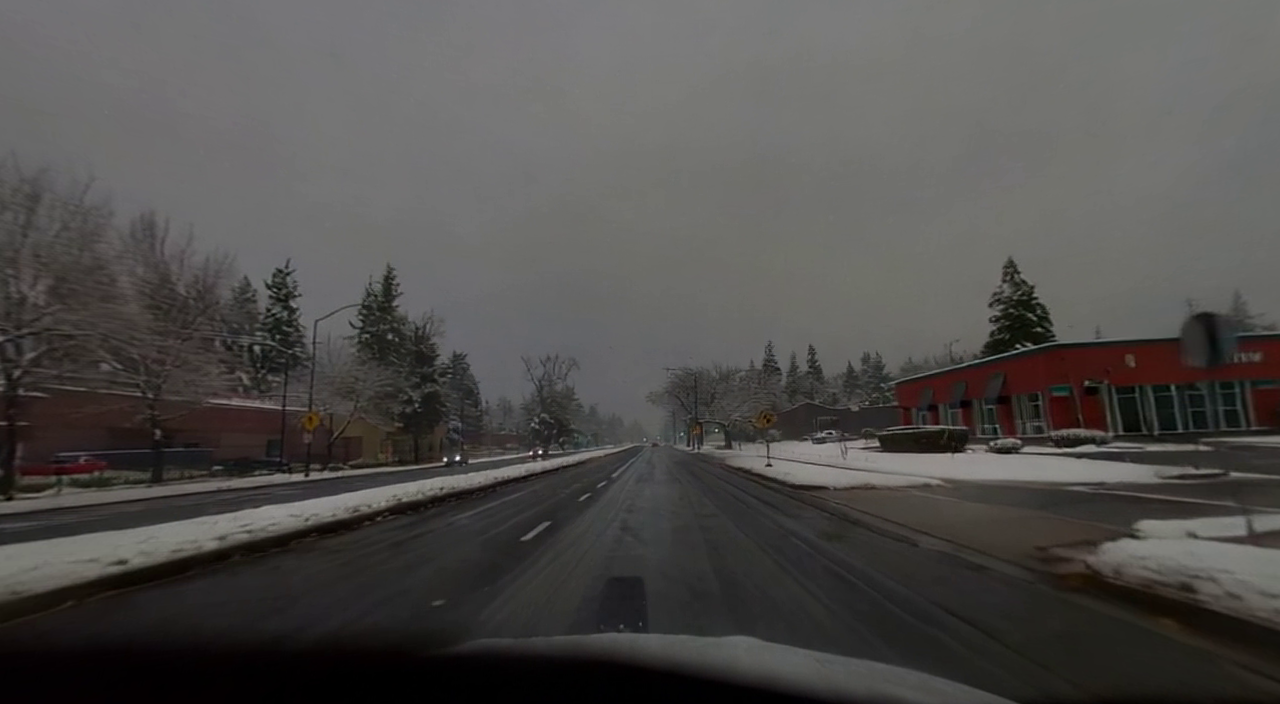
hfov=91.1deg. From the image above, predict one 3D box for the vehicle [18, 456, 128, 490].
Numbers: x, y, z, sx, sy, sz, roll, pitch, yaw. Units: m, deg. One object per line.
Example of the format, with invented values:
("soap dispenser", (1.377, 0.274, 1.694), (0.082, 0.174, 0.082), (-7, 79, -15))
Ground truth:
("vehicle", (-27.236, 5.809, 30.239), (3.592, 1.501, 1.697), (0, -9, 1))
